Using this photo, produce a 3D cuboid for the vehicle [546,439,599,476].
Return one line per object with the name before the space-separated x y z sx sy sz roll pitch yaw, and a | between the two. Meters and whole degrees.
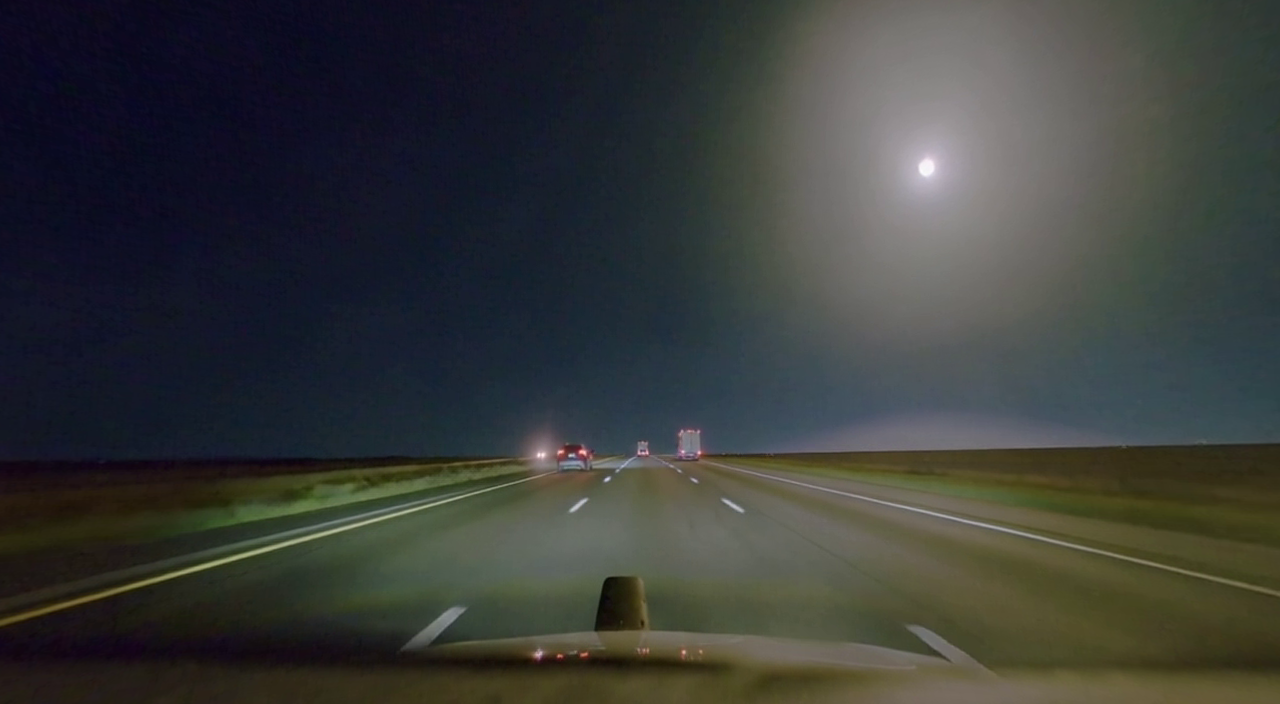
vehicle | -3.277 5.218 31.413 2.070 1.707 4.309 0 -9 1
